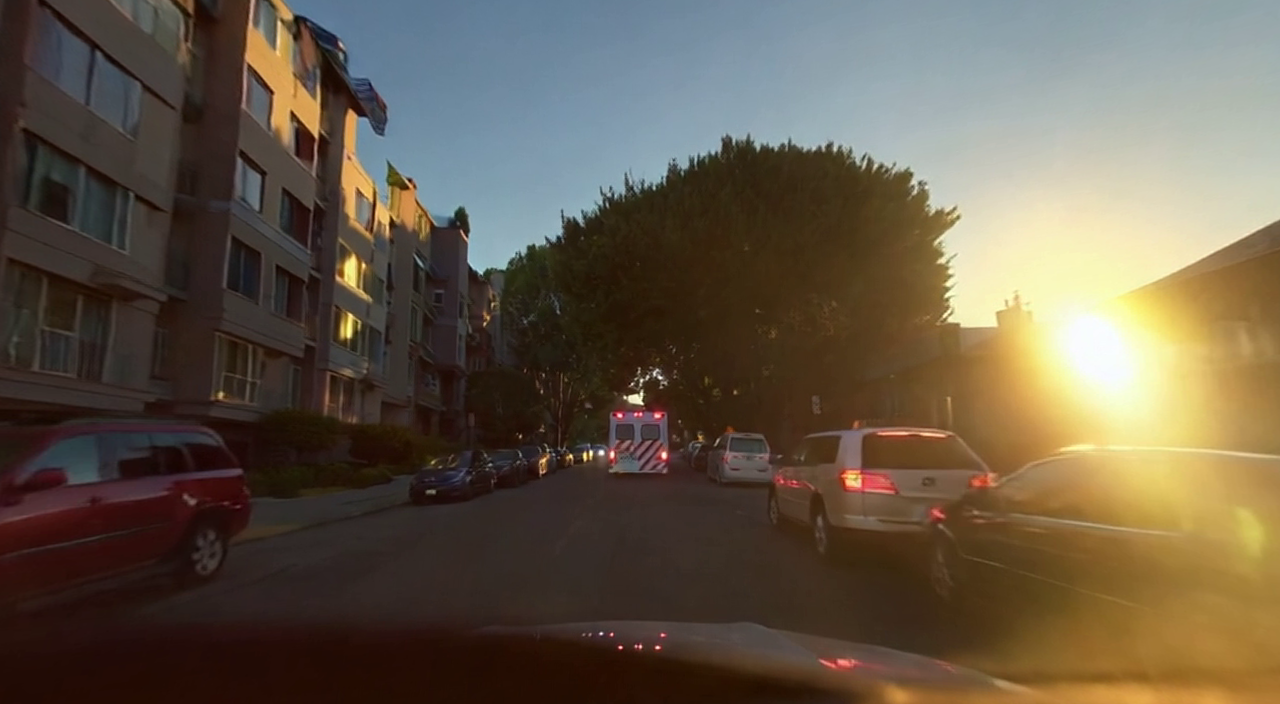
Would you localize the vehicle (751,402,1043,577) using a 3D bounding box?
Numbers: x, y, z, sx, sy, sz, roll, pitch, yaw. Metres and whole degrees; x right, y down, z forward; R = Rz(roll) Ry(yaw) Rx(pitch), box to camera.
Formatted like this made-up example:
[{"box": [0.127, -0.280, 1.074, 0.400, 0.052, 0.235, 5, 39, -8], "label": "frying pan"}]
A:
[{"box": [3.202, 1.848, 9.330, 2.152, 1.868, 4.976, 0, -9, 0], "label": "vehicle"}]

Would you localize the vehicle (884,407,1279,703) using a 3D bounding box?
[{"box": [3.350, 1.210, 4.019, 1.876, 1.491, 4.507, 0, -9, 1], "label": "vehicle"}]

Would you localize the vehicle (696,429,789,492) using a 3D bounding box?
[{"box": [3.324, 3.687, 21.849, 2.232, 1.860, 5.593, 0, -9, -1], "label": "vehicle"}]

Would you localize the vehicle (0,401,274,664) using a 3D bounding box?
[{"box": [-5.305, 1.392, 5.300, 1.923, 1.755, 4.316, -1, -9, -1], "label": "vehicle"}]

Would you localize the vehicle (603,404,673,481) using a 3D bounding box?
[{"box": [-0.102, 4.131, 28.751, 2.754, 3.008, 7.730, 0, -9, 0], "label": "vehicle"}]

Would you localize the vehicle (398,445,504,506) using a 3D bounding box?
[{"box": [-5.625, 3.689, 19.435, 1.967, 1.492, 4.781, -4, -8, -2], "label": "vehicle"}]
